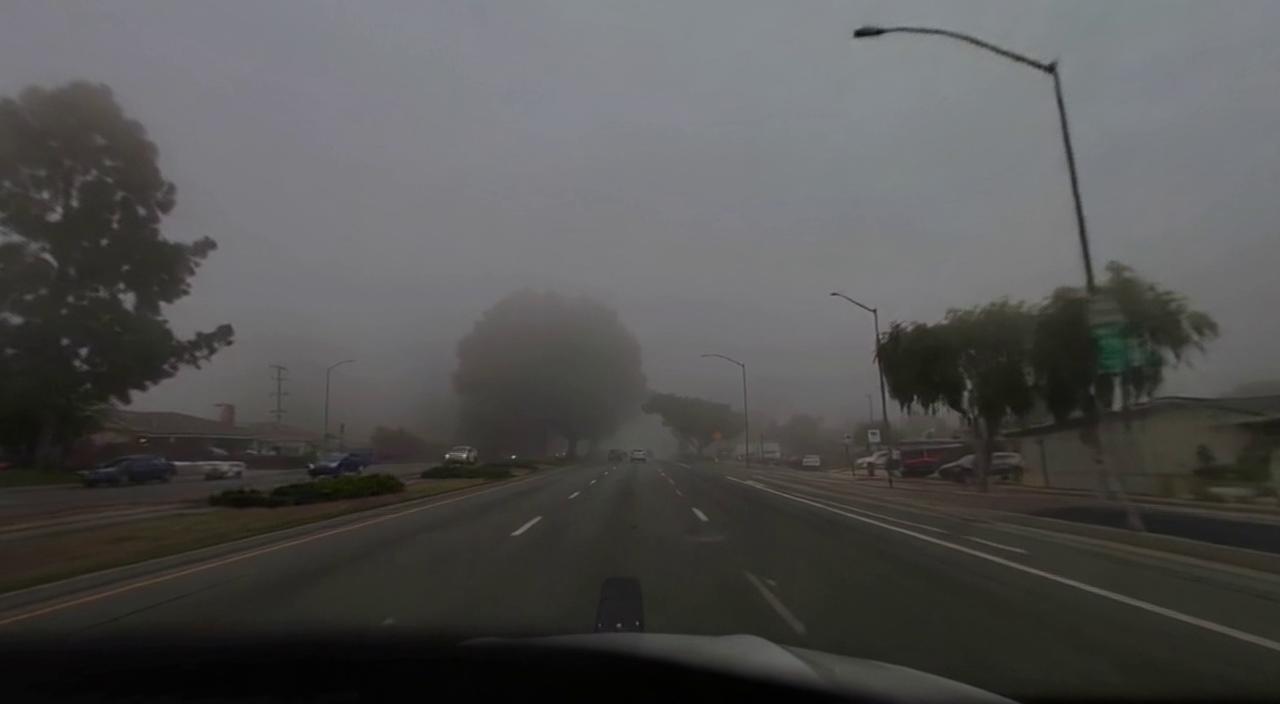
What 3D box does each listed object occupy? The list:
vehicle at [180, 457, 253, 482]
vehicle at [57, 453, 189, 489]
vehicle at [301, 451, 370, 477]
[{"bbox_3d":[-24.879,6.883,37.272,1.637,1.298,3.878,0,-9,0],"label":"vehicle"},{"bbox_3d":[-24.612,5.631,30.370,1.916,1.524,4.993,-1,-9,3],"label":"vehicle"},{"bbox_3d":[-18.901,6.947,39.413,1.892,1.474,4.723,0,-9,1],"label":"vehicle"}]
